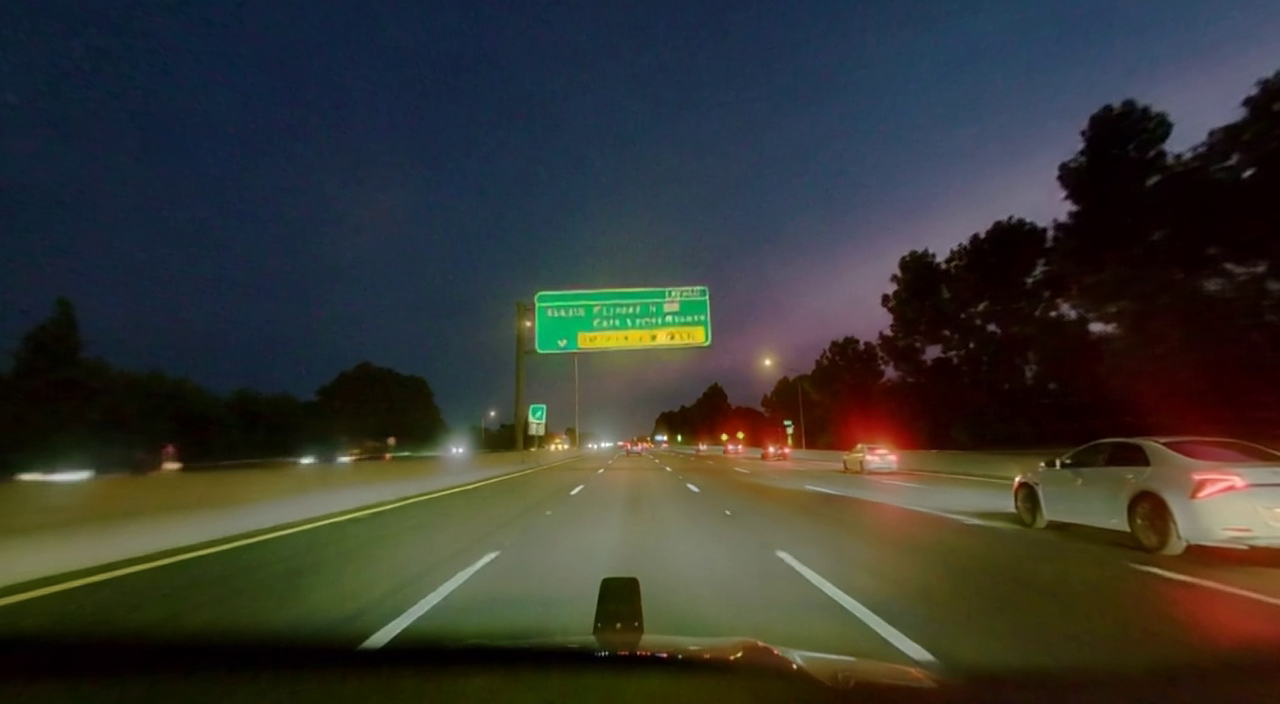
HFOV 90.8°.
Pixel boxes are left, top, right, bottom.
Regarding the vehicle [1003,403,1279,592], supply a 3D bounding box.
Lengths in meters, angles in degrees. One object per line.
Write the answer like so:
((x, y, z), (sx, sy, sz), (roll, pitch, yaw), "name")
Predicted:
((6.749, 1.591, 7.574), (2.027, 1.679, 4.543), (0, -8, -1), "vehicle")

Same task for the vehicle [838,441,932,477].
((11.165, 4.893, 29.299), (2.194, 1.489, 5.141), (0, -8, -1), "vehicle")

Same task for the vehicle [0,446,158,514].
((-14.744, 3.090, 15.811), (2.002, 1.427, 4.270), (0, -8, 0), "vehicle")

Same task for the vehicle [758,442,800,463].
((10.680, 7.737, 48.914), (1.962, 1.536, 4.945), (0, -8, -2), "vehicle")

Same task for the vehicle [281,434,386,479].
((-10.931, 3.725, 22.884), (1.751, 1.436, 4.133), (1, -8, -1), "vehicle")
